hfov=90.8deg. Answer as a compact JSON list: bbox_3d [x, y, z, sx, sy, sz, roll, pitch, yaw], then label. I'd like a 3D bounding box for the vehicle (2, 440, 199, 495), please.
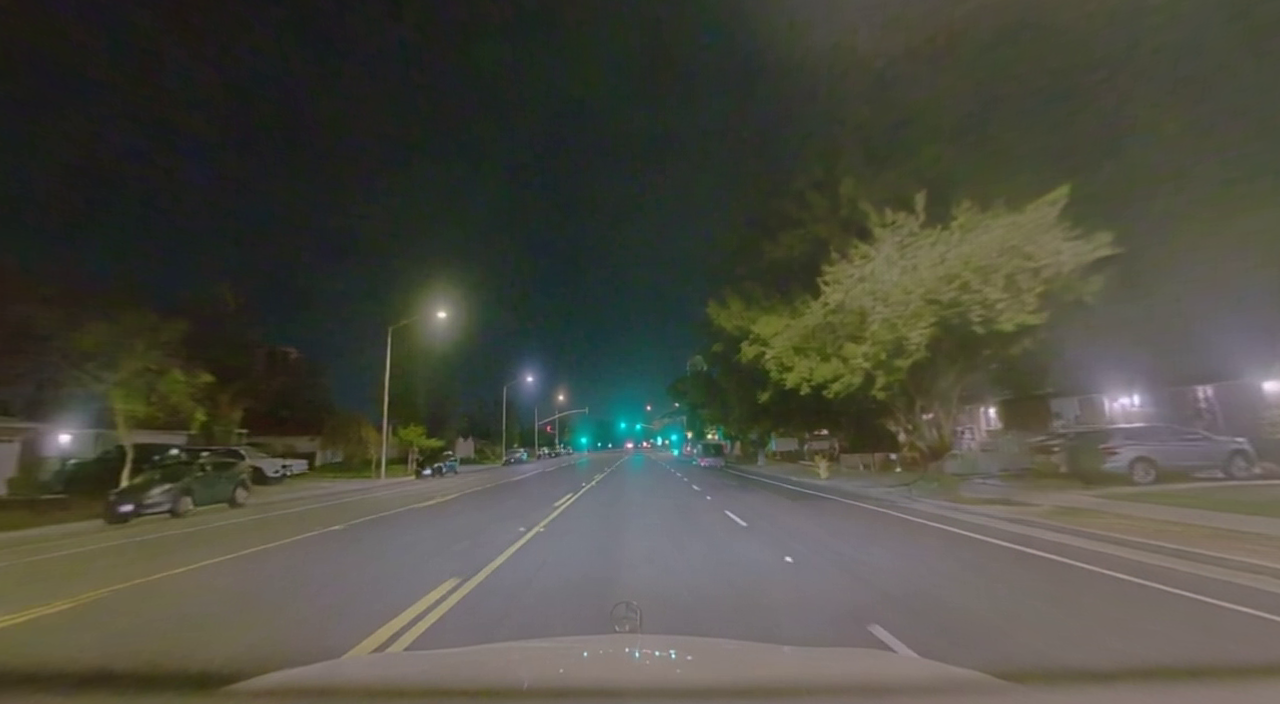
[{"bbox_3d":[-18.724,4.011,22.148,4.837,1.808,2.176,0,-8,-1],"label":"vehicle"}]

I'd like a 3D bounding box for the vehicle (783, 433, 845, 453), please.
[{"bbox_3d":[13.435,7.048,48.916,4.162,1.544,1.812,1,-8,-4],"label":"vehicle"}]

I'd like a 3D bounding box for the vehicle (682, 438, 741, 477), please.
[{"bbox_3d":[3.036,4.576,27.601,1.983,1.557,4.078,0,-8,-1],"label":"vehicle"}]

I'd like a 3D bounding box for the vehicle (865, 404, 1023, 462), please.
[{"bbox_3d":[12.899,3.482,27.090,5.472,2.340,2.418,0,-8,-2],"label":"vehicle"}]

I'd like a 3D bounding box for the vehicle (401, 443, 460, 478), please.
[{"bbox_3d":[-11.912,6.174,36.232,1.954,1.828,4.466,0,-8,-2],"label":"vehicle"}]

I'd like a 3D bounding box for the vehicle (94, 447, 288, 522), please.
[{"bbox_3d":[-11.840,3.458,17.194,1.822,1.699,4.791,0,-8,-2],"label":"vehicle"}]

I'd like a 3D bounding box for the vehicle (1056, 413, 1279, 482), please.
[{"bbox_3d":[12.644,2.249,14.973,4.183,1.516,1.884,0,-8,2],"label":"vehicle"}]
